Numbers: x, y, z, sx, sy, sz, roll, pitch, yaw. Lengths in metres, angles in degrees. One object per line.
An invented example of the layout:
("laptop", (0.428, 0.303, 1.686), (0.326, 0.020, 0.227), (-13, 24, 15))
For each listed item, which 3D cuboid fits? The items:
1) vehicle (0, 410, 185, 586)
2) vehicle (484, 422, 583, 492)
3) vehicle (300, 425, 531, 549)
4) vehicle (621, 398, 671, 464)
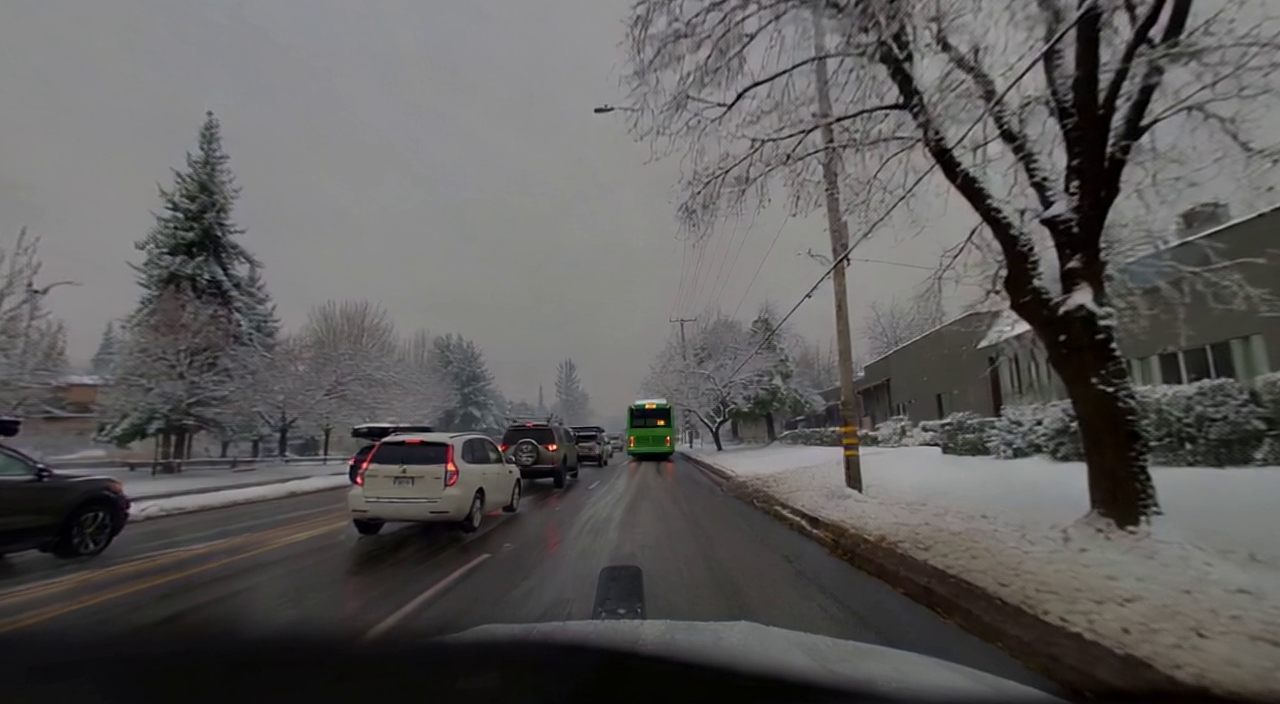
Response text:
("vehicle", (-7.341, 1.441, 6.270), (2.252, 1.686, 4.447), (0, -9, 1))
("vehicle", (-3.166, 3.274, 19.986), (2.095, 1.892, 5.043), (0, -9, 2))
("vehicle", (-3.299, 2.086, 10.444), (2.042, 1.571, 4.475), (0, -9, 2))
("vehicle", (0.484, 5.581, 43.523), (2.970, 3.857, 12.200), (0, -9, 1))
